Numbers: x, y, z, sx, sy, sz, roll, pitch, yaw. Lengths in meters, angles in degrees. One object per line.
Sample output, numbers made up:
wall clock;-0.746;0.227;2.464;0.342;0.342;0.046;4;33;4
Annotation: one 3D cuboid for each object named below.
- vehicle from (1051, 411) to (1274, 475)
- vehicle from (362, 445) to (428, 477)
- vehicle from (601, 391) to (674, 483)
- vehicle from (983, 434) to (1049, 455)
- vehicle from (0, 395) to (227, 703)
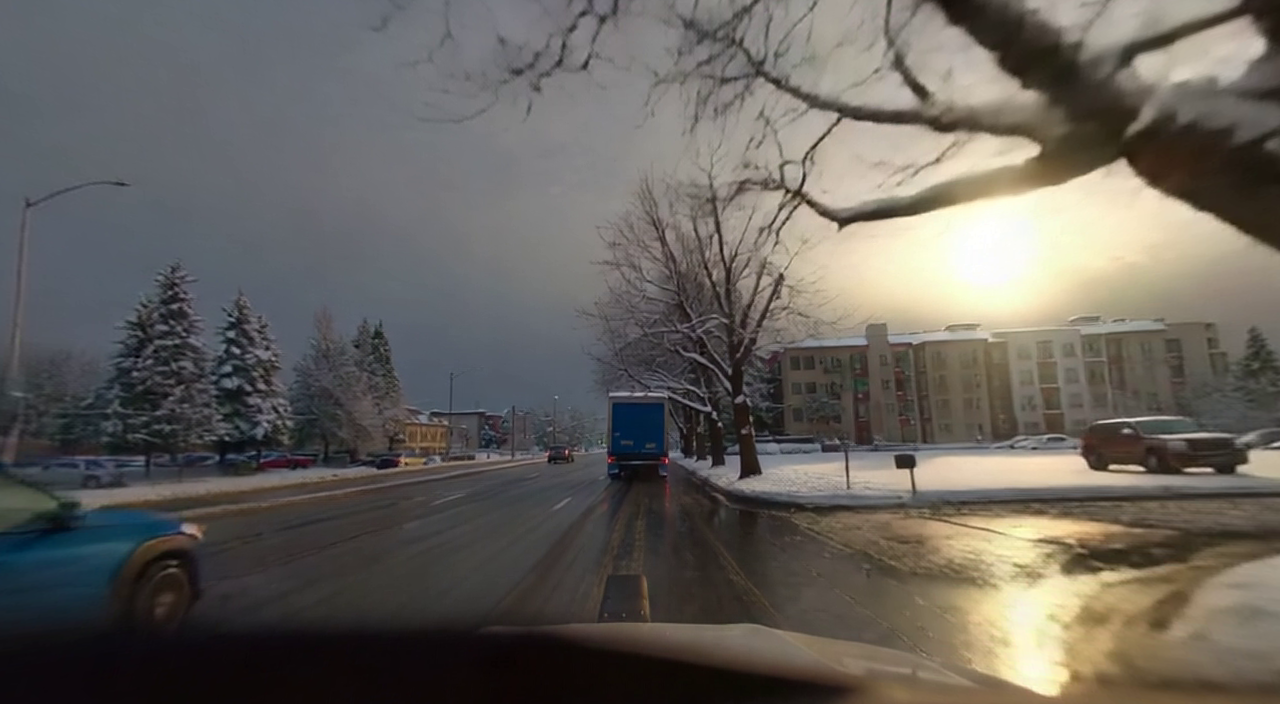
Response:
vehicle;13.881;2.438;16.905;4.321;1.579;1.823;0;-7;1
vehicle;-13.896;6.179;35.867;1.958;1.672;4.283;0;-9;1
vehicle;-0.014;4.036;29.428;2.905;3.644;8.807;0;-9;1
vehicle;25.871;6.376;43.210;3.503;1.419;1.646;1;-9;-4
vehicle;-4.092;0.914;2.359;2.078;1.597;4.355;0;-9;0
